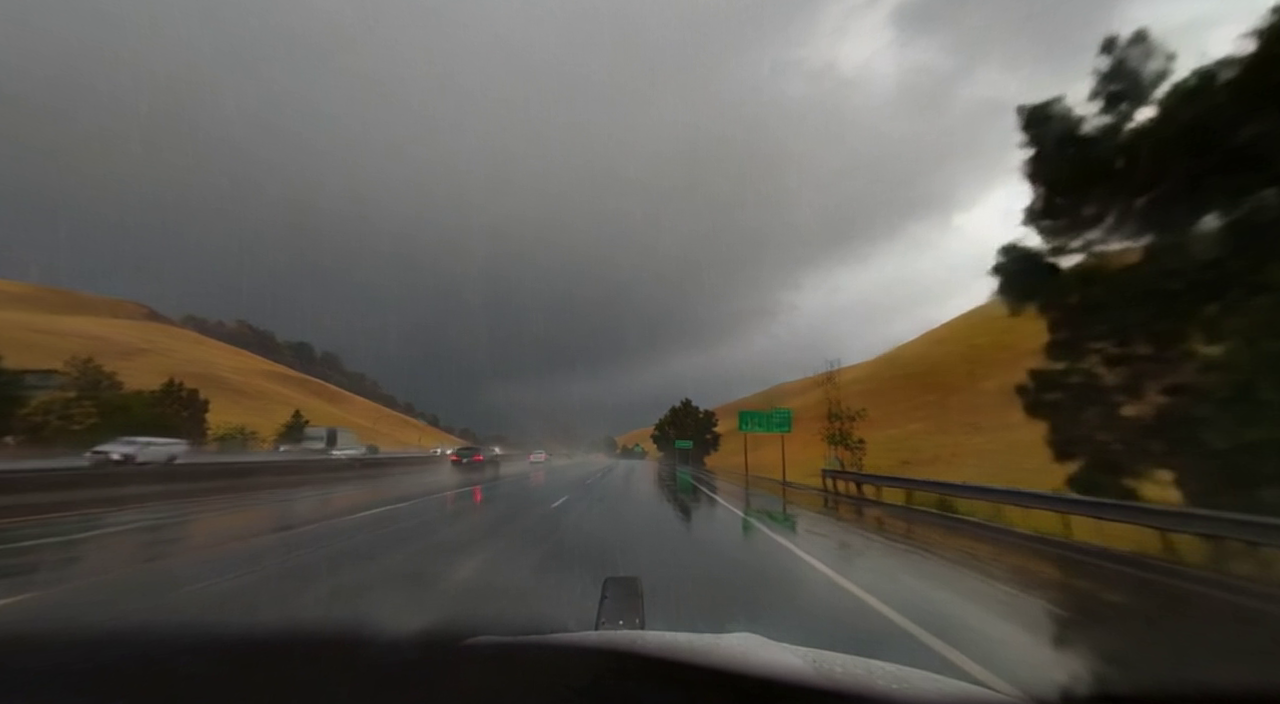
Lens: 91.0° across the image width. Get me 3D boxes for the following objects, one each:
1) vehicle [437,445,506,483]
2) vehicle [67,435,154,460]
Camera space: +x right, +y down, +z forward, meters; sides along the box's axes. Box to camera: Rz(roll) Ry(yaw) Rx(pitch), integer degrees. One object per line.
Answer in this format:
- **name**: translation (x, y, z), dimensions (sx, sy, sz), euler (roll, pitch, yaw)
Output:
- **vehicle**: translation (-7.709, 5.172, 29.299), dimensions (2.045, 1.624, 4.338), euler (0, -9, -1)
- **vehicle**: translation (-33.668, 6.108, 40.224), dimensions (1.878, 1.518, 4.427), euler (1, -9, -3)
